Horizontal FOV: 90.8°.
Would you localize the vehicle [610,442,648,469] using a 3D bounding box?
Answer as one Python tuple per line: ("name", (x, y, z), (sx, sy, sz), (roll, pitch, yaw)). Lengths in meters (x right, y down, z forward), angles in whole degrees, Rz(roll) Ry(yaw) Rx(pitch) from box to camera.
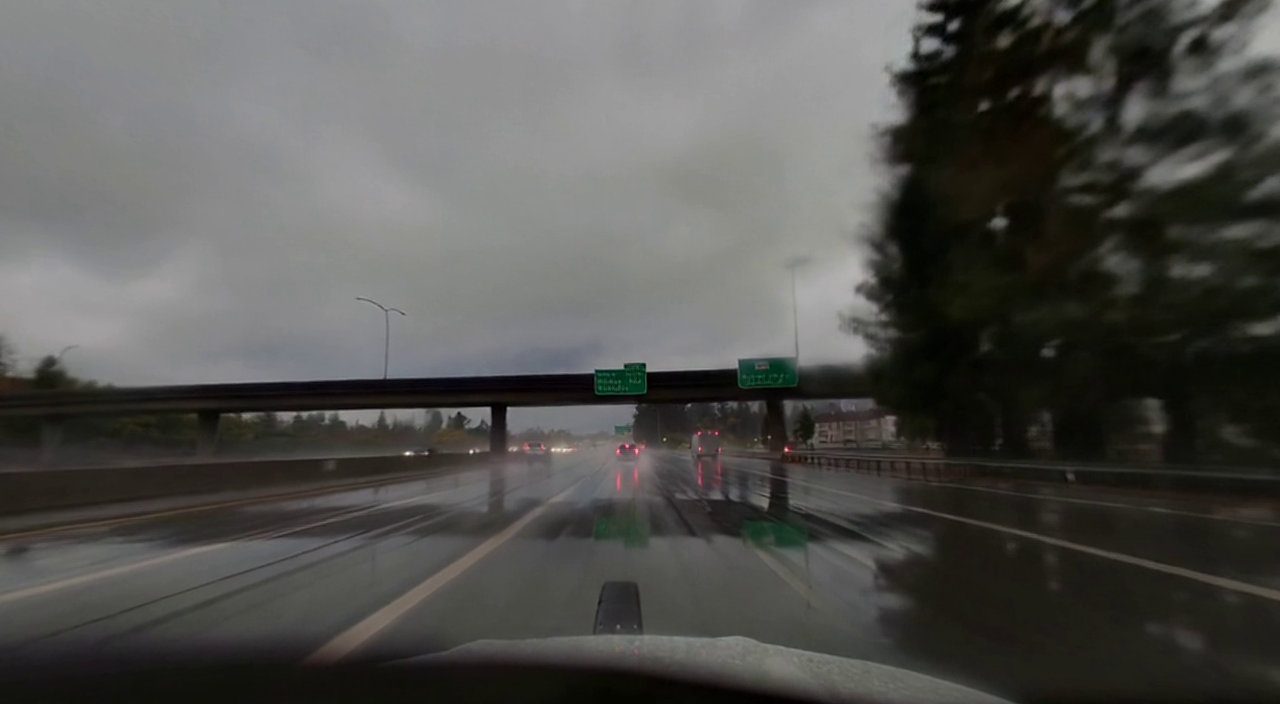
("vehicle", (-0.633, 5.841, 35.843), (2.012, 1.471, 4.059), (0, -8, -1))
